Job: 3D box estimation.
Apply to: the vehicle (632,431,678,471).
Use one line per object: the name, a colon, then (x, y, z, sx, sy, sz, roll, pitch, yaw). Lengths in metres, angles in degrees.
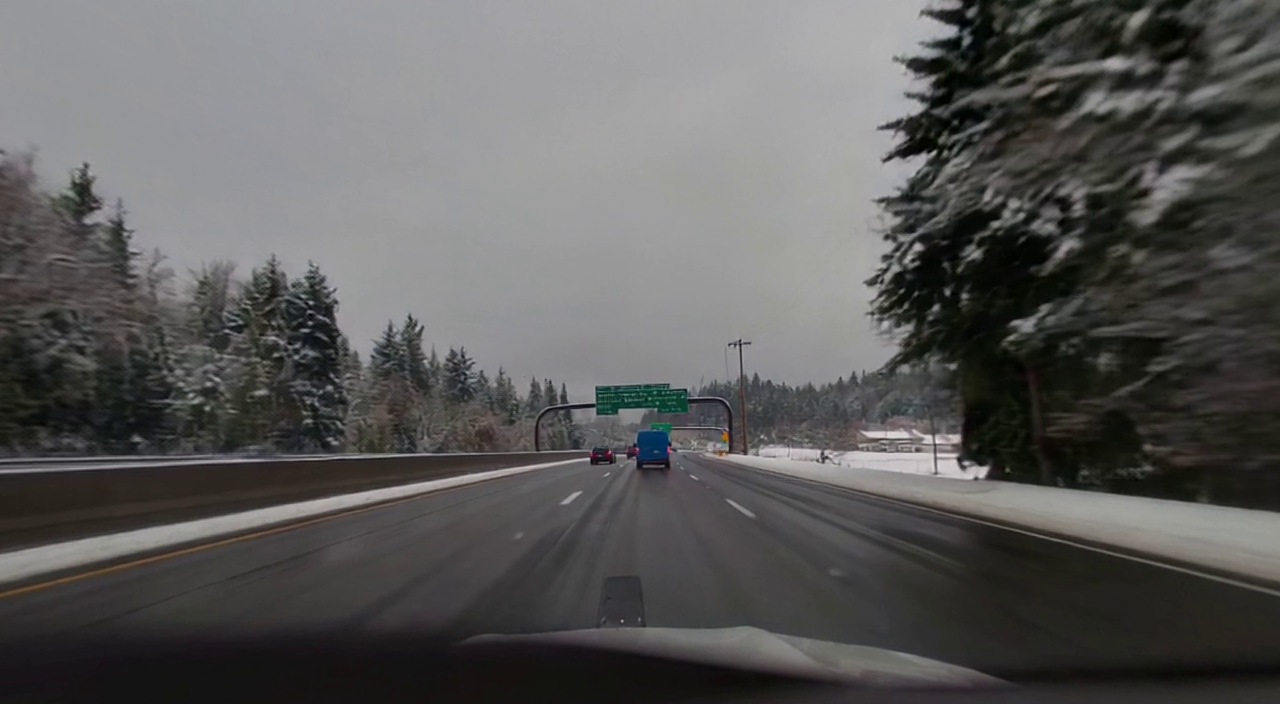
vehicle: (0.815, 5.312, 33.769, 2.261, 1.969, 5.104, 0, -9, 2)

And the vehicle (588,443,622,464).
vehicle: (-2.451, 7.335, 45.471, 1.996, 1.433, 4.316, 0, -9, 3)
